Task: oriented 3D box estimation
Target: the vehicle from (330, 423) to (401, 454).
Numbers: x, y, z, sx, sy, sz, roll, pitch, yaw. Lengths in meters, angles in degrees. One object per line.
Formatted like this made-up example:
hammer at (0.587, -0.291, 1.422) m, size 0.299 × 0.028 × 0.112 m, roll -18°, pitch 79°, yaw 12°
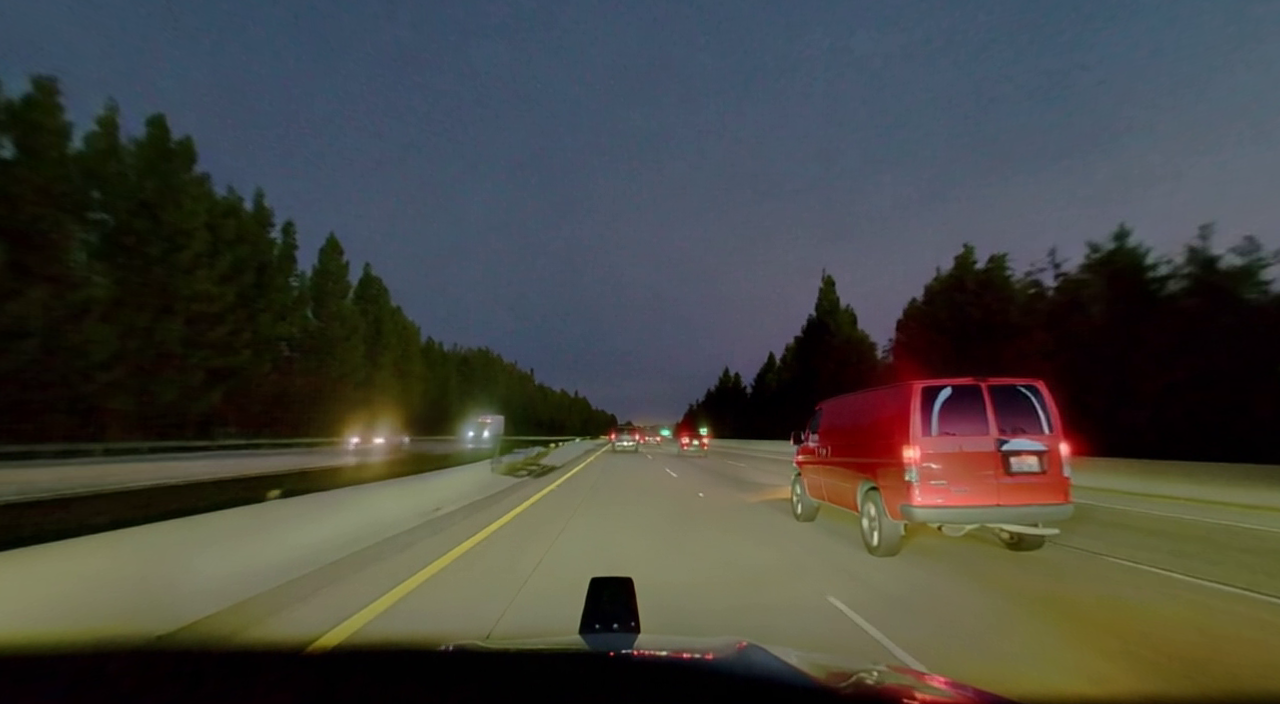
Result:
vehicle at (-14.220, 4.501, 32.977) m, size 1.845 × 1.509 × 4.226 m, roll 0°, pitch -8°, yaw 0°

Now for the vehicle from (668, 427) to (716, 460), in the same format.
vehicle at (2.647, 4.745, 32.741) m, size 1.996 × 1.589 × 3.715 m, roll 0°, pitch -8°, yaw -3°

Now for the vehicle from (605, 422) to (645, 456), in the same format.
vehicle at (-0.943, 5.454, 39.692) m, size 2.403 × 1.994 × 4.683 m, roll 0°, pitch -8°, yaw -1°
